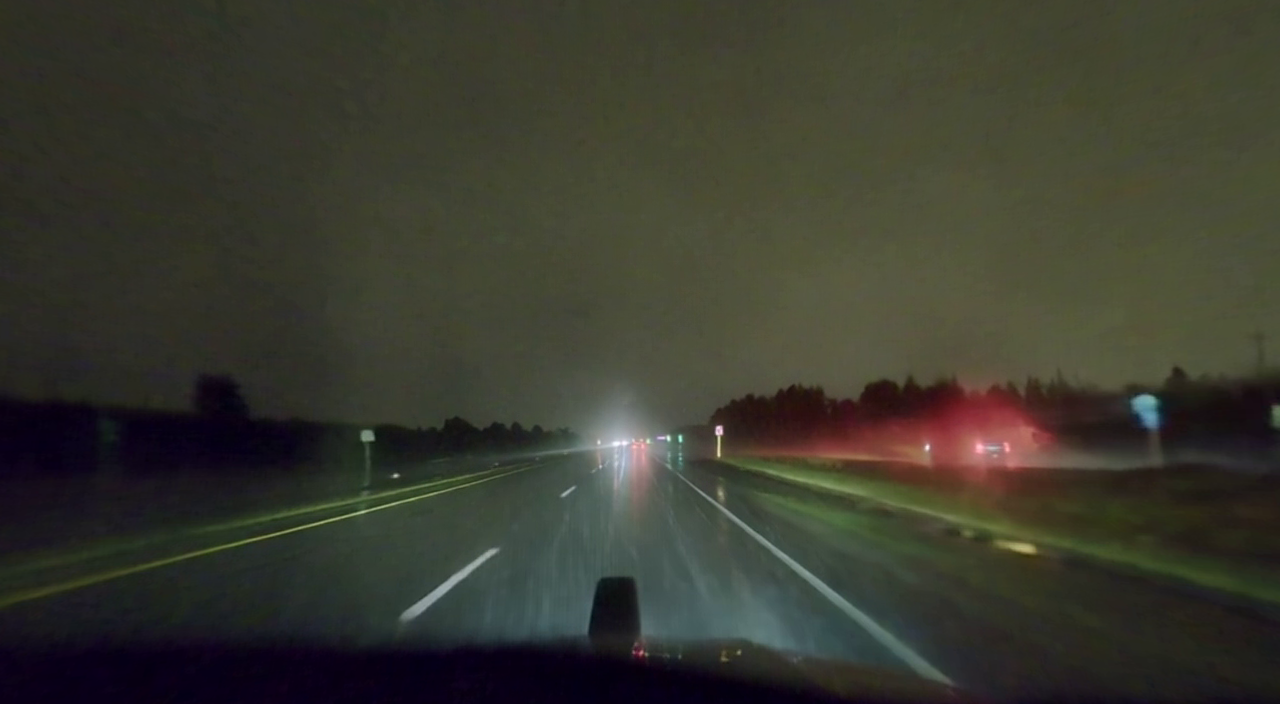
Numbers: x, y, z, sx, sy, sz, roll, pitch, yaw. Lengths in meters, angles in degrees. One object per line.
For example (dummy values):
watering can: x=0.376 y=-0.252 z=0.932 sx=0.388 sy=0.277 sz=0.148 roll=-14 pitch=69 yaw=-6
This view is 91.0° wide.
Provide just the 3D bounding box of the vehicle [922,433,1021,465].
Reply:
vehicle: x=21.265 y=6.231 z=40.672 sx=2.328 sy=1.916 sz=5.227 roll=3 pitch=-9 yaw=-23
